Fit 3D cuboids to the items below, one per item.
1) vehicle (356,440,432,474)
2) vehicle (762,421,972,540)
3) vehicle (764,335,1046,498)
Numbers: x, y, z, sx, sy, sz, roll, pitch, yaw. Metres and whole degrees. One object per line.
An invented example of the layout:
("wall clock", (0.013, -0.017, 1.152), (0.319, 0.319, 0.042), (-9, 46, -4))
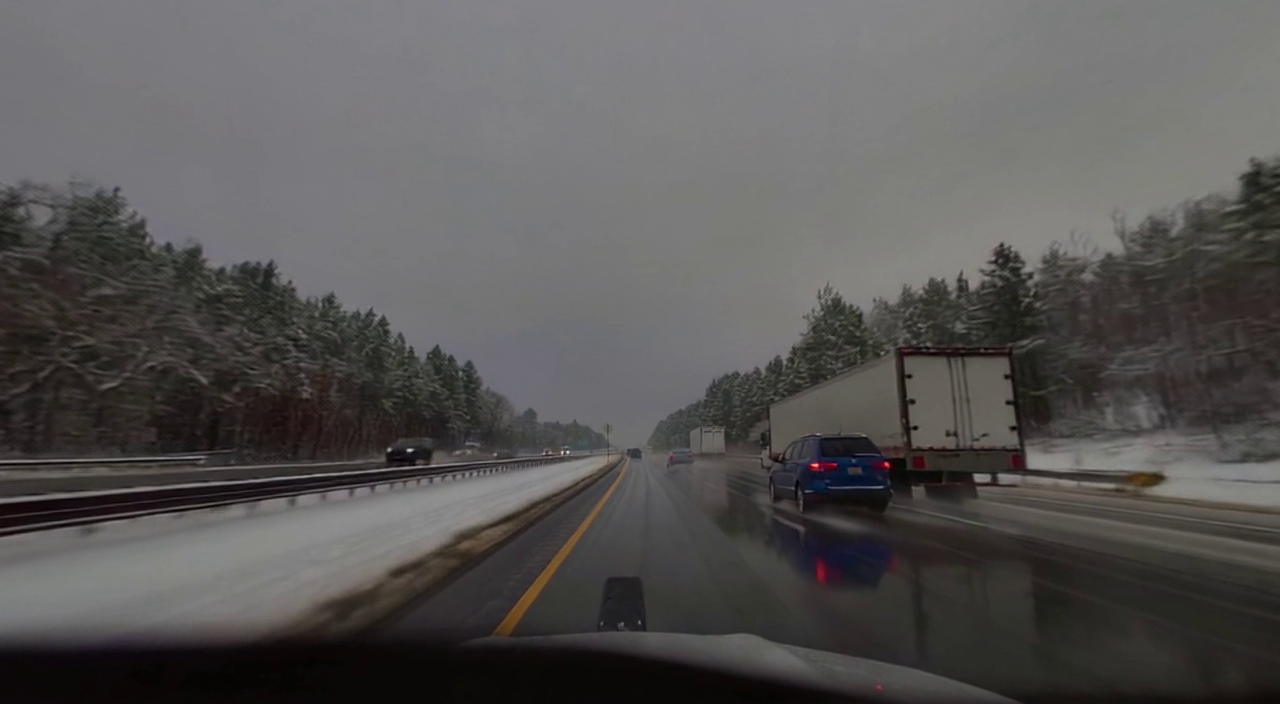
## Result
("vehicle", (-13.372, 5.730, 34.629), (2.019, 1.690, 5.126), (0, -9, 1))
("vehicle", (3.604, 2.138, 11.001), (2.022, 1.658, 4.132), (0, -9, -1))
("vehicle", (8.112, 2.852, 23.875), (3.441, 4.016, 16.812), (0, -9, 0))
